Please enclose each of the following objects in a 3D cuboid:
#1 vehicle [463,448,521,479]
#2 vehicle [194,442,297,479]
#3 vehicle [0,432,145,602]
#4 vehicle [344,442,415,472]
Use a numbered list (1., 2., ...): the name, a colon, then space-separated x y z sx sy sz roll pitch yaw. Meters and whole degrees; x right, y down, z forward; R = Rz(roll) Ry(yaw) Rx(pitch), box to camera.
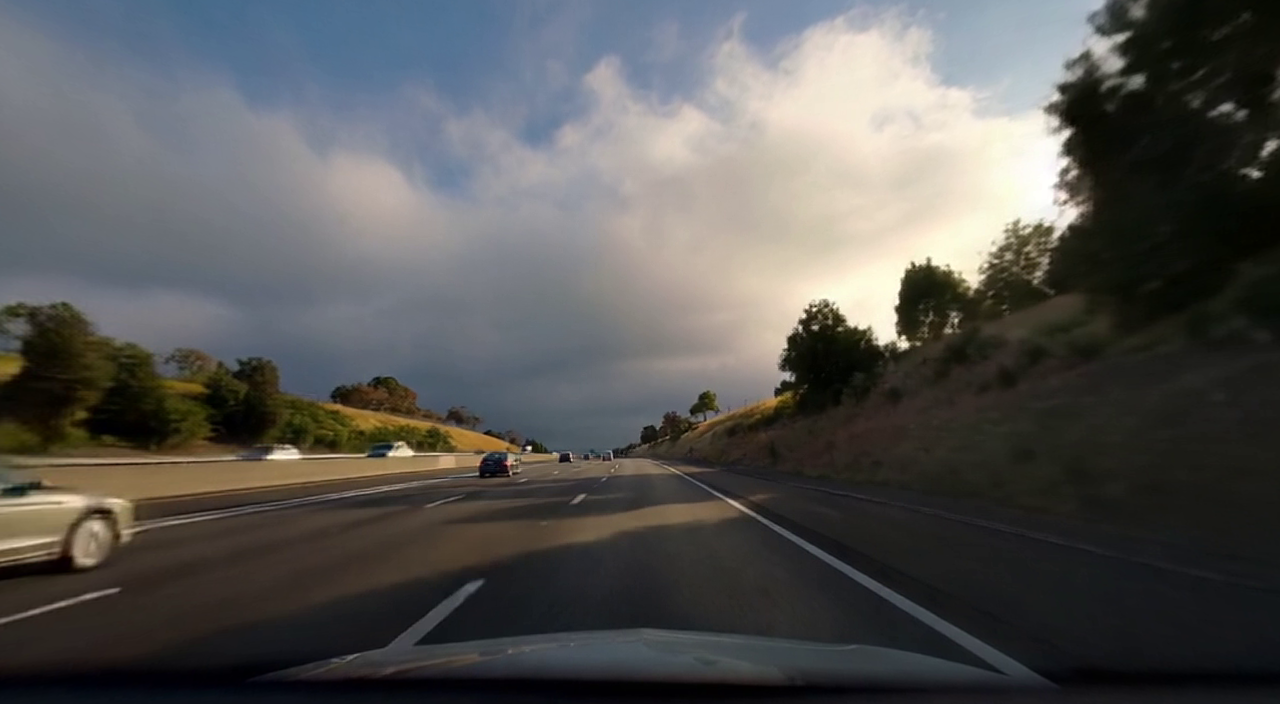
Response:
1. vehicle: -7.507 5.695 32.417 1.966 1.476 4.240 0 -9 0
2. vehicle: -18.525 5.122 29.876 1.931 1.572 4.643 0 -9 -1
3. vehicle: -6.669 1.343 4.778 2.015 1.483 4.626 0 -9 1
4. vehicle: -15.057 6.103 36.754 2.070 1.621 4.781 0 -9 0
